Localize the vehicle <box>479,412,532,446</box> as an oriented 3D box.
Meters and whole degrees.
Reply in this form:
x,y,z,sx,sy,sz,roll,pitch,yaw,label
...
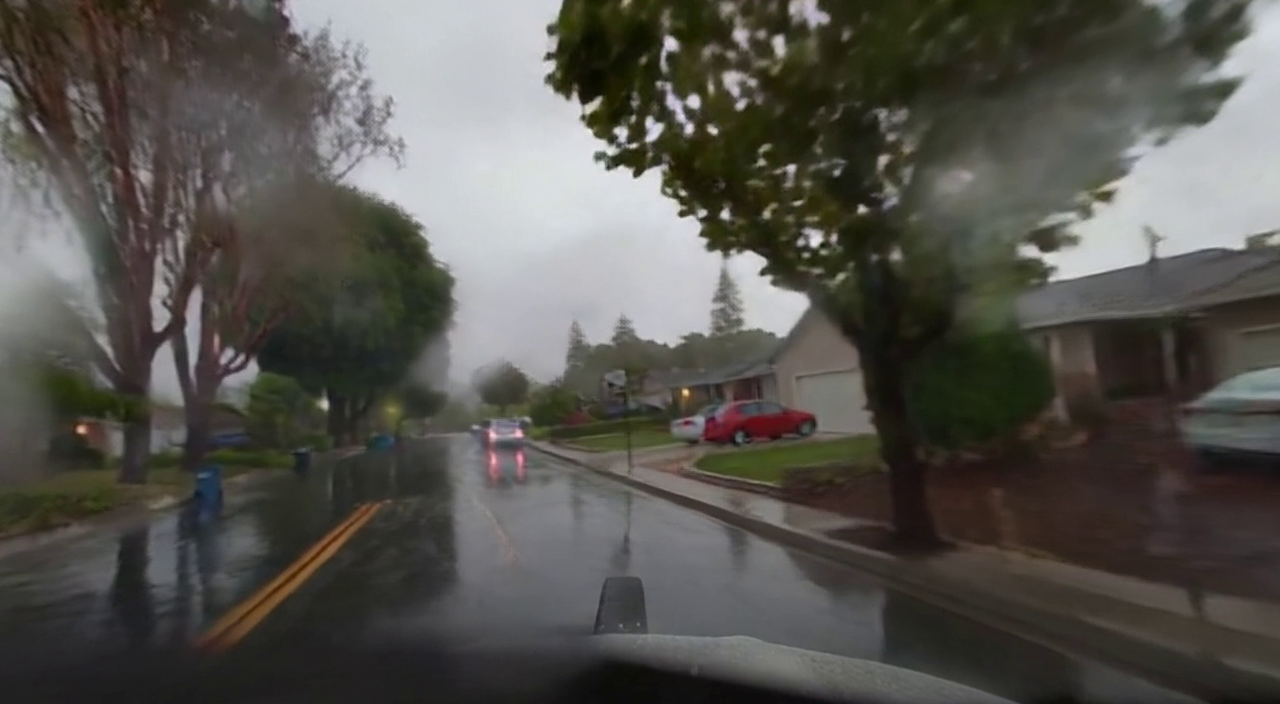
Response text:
x,y,z,sx,sy,sz,roll,pitch,yaw,label
-6.638,3.805,30.846,2.009,1.506,4.698,2,-8,-17,vehicle

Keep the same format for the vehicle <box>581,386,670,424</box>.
x,y,z,sx,sy,sz,roll,pitch,yaw,label
-0.926,3.179,37.877,4.861,1.911,2.181,0,-12,-16,vehicle

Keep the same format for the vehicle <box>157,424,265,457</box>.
x,y,z,sx,sy,sz,roll,pitch,yaw,label
-24.088,4.996,35.701,4.511,1.809,2.018,2,-8,-15,vehicle

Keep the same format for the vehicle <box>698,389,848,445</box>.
x,y,z,sx,sy,sz,roll,pitch,yaw,label
4.202,2.132,20.220,4.230,1.666,1.978,2,-8,-15,vehicle

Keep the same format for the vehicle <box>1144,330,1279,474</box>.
x,y,z,sx,sy,sz,roll,pitch,yaw,label
8.856,0.652,7.593,4.569,1.499,1.917,2,-8,-15,vehicle
